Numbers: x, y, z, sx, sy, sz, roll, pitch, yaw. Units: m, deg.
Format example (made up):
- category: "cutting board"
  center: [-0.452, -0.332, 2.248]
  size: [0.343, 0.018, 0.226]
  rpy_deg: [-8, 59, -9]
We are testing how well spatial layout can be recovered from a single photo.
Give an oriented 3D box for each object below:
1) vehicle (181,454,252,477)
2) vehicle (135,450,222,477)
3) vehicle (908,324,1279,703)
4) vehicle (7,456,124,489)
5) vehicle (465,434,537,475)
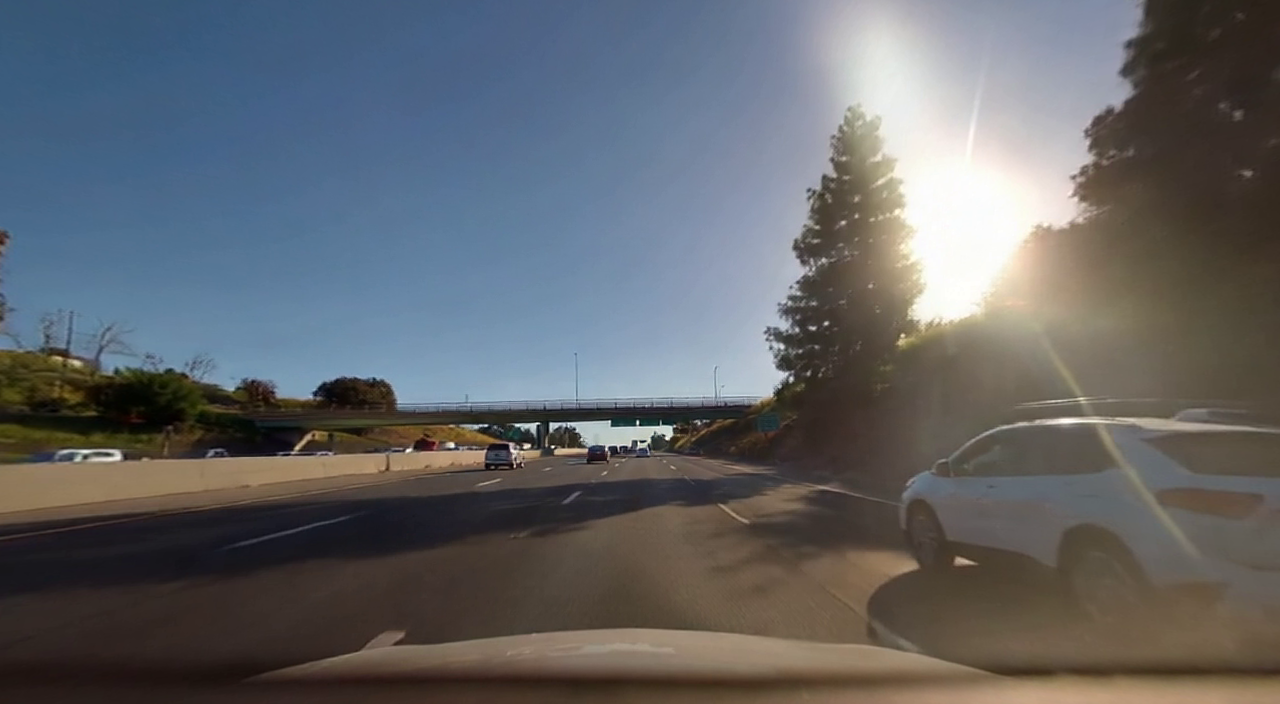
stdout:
- category: "vehicle"
  center: [-29.784, 7.972, 44.480]
  size: [1.834, 1.511, 4.548]
  rpy_deg: [0, -9, 0]
- category: "vehicle"
  center: [-33.715, 8.110, 46.218]
  size: [2.102, 1.858, 5.611]
  rpy_deg: [0, -9, 0]
- category: "vehicle"
  center: [3.645, 0.990, 4.049]
  size: [1.990, 1.735, 4.276]
  rpy_deg: [0, -9, 1]
- category: "vehicle"
  center: [-29.989, 6.261, 33.085]
  size: [1.837, 1.506, 4.537]
  rpy_deg: [0, -9, 0]
- category: "vehicle"
  center: [-7.223, 5.396, 33.451]
  size: [2.341, 1.959, 5.684]
  rpy_deg: [0, -9, 1]
